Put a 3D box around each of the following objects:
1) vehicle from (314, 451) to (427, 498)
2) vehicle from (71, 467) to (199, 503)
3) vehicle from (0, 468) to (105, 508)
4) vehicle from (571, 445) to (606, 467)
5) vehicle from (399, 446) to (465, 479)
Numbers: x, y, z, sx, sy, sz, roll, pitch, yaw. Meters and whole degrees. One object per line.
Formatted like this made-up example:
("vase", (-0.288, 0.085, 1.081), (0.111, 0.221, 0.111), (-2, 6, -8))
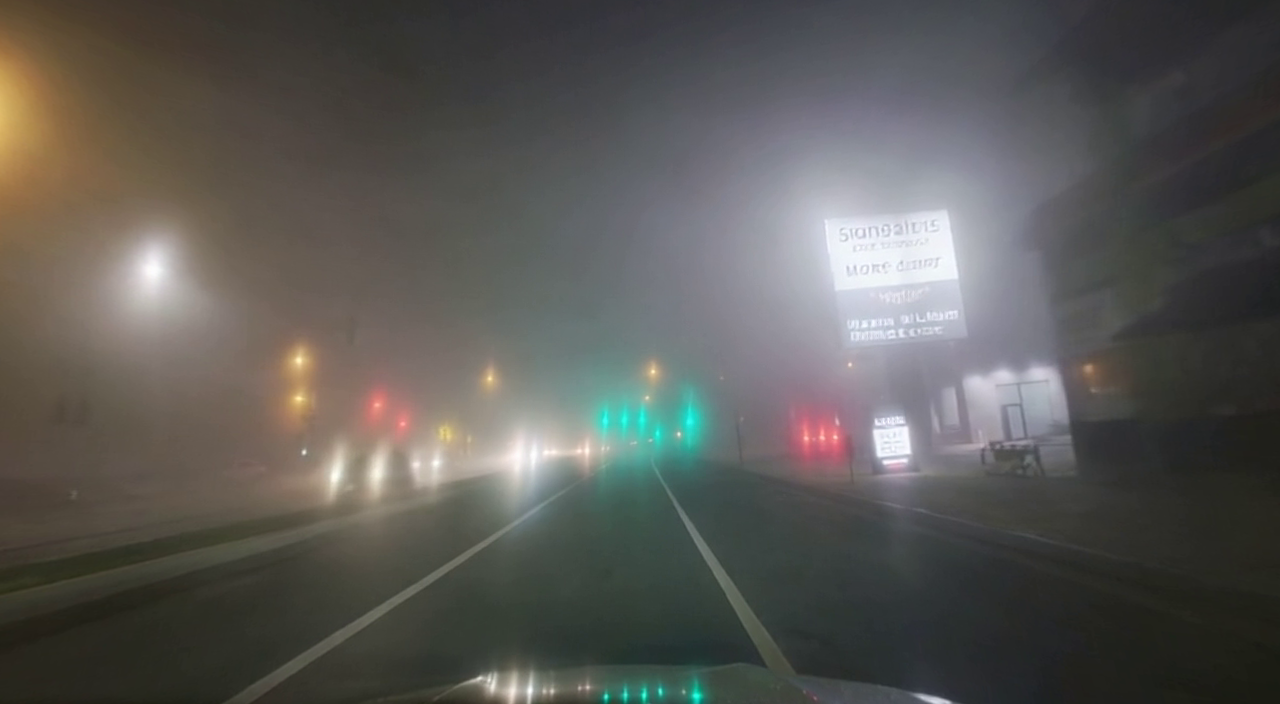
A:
("vehicle", (-9.402, 4.267, 22.484), (2.050, 1.457, 4.338), (0, -9, 1))
("vehicle", (-24.831, 6.506, 31.243), (1.985, 1.469, 4.428), (-5, -10, 27))
("vehicle", (-28.879, 6.514, 30.462), (1.969, 1.636, 4.136), (-5, -10, 27))
("vehicle", (-3.576, 7.300, 44.559), (1.962, 1.420, 4.021), (-1, -9, 2))
("vehicle", (-12.772, 6.783, 39.131), (2.347, 1.857, 4.860), (0, -9, 1))
